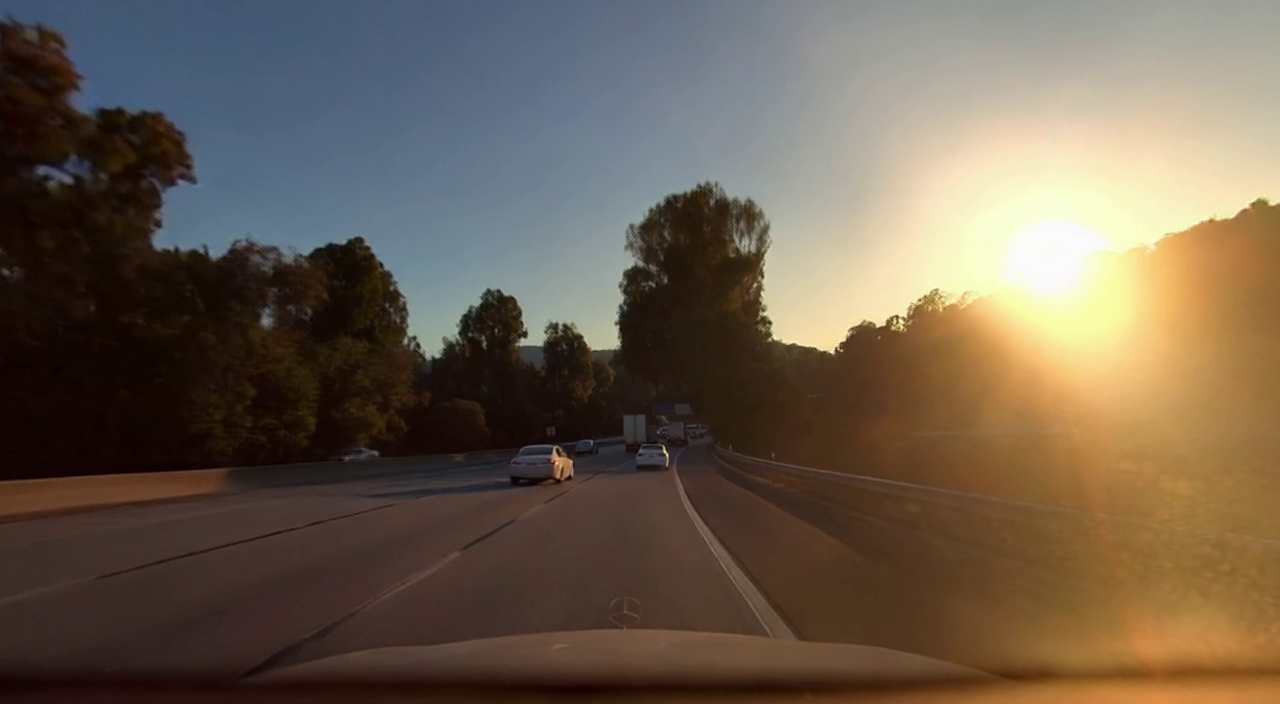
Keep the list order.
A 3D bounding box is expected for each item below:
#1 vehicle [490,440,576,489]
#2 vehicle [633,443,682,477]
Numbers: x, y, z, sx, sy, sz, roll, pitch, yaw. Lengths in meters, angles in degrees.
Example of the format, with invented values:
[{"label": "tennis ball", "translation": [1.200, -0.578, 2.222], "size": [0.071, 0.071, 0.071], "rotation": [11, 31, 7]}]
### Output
[{"label": "vehicle", "translation": [-3.523, 3.811, 21.715], "size": [1.916, 1.486, 4.631], "rotation": [-1, -9, 3]}, {"label": "vehicle", "translation": [0.786, 4.719, 27.865], "size": [1.984, 1.365, 3.767], "rotation": [-1, -9, 2]}]
